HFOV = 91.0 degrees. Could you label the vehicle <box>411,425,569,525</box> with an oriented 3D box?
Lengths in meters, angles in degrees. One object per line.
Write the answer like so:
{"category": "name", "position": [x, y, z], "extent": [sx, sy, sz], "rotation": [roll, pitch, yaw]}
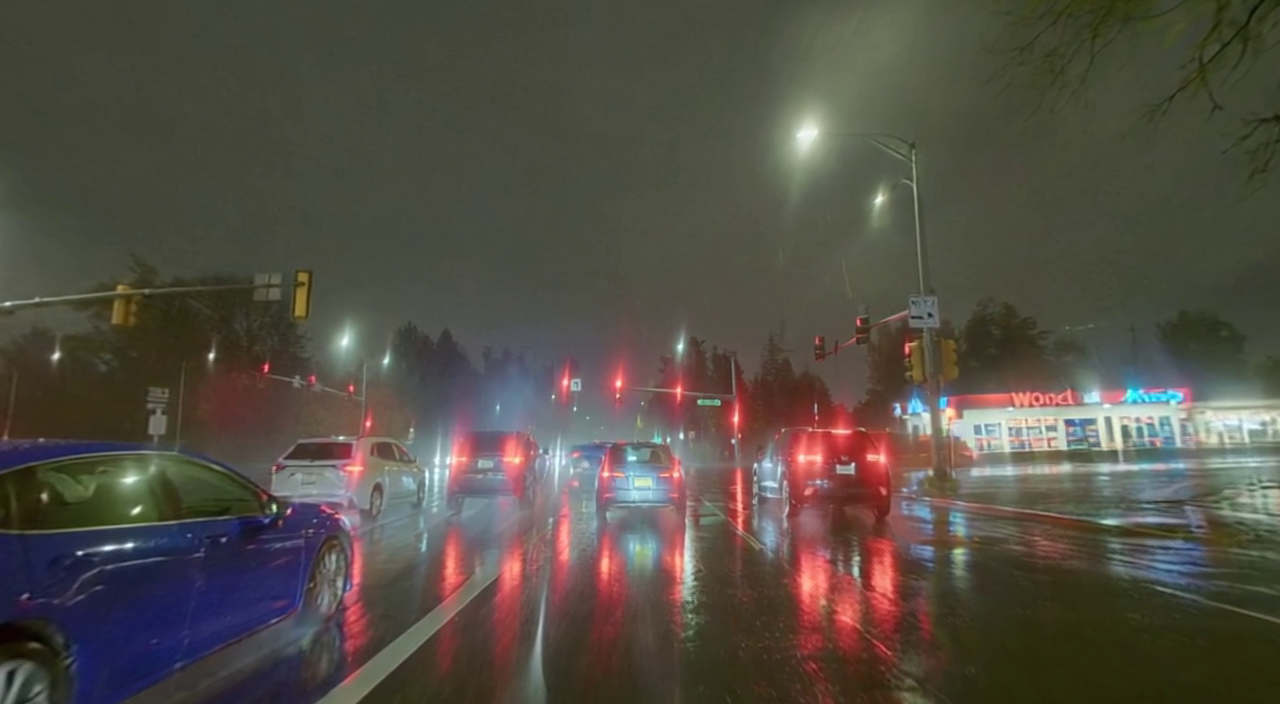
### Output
{"category": "vehicle", "position": [-2.826, 2.436, 12.939], "extent": [2.072, 1.694, 4.070], "rotation": [-1, -9, 2]}

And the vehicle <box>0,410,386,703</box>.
{"category": "vehicle", "position": [-3.329, 1.135, 3.425], "extent": [2.014, 1.472, 4.357], "rotation": [0, -9, 1]}

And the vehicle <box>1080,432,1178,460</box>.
{"category": "vehicle", "position": [30.553, 5.899, 39.441], "extent": [4.432, 1.680, 1.932], "rotation": [0, -9, 2]}

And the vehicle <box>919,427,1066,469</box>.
{"category": "vehicle", "position": [17.471, 4.808, 31.561], "extent": [5.829, 1.977, 2.379], "rotation": [-2, -9, 10]}

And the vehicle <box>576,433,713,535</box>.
{"category": "vehicle", "position": [0.108, 2.274, 11.394], "extent": [2.032, 1.499, 3.994], "rotation": [0, -9, 1]}

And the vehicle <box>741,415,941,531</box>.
{"category": "vehicle", "position": [3.305, 2.113, 11.485], "extent": [2.076, 1.691, 4.402], "rotation": [0, -9, -1]}
